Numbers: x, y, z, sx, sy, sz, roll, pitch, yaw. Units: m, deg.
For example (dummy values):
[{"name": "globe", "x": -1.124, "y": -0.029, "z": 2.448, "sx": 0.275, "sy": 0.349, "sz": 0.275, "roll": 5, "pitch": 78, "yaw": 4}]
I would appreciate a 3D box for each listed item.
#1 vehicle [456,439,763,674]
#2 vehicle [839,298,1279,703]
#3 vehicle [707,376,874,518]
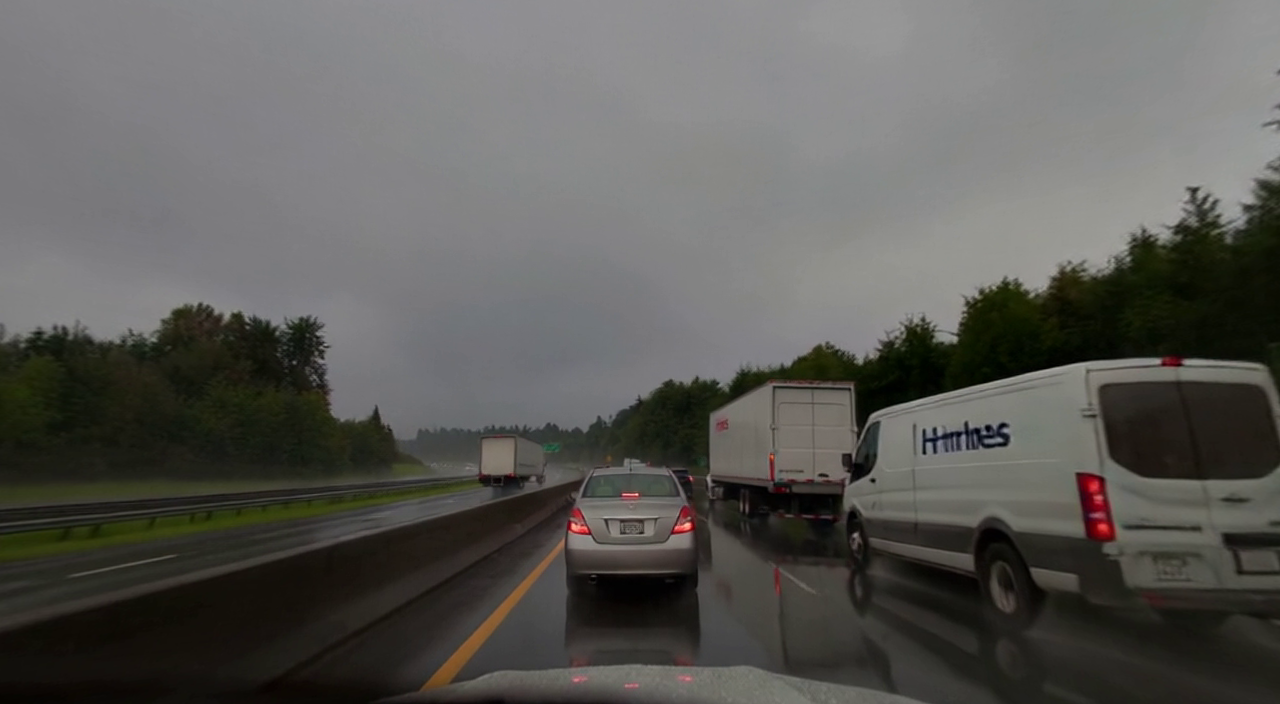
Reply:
[{"name": "vehicle", "x": -0.245, "y": 1.656, "z": 5.874, "sx": 1.980, "sy": 1.493, "sz": 3.410, "roll": 1, "pitch": -11, "yaw": -2}, {"name": "vehicle", "x": 4.163, "y": 1.383, "z": 6.643, "sx": 2.328, "sy": 2.537, "sz": 5.290, "roll": 1, "pitch": -11, "yaw": 0}, {"name": "vehicle", "x": 4.823, "y": 3.688, "z": 23.373, "sx": 2.936, "sy": 3.972, "sz": 11.144, "roll": 1, "pitch": -11, "yaw": -3}]
